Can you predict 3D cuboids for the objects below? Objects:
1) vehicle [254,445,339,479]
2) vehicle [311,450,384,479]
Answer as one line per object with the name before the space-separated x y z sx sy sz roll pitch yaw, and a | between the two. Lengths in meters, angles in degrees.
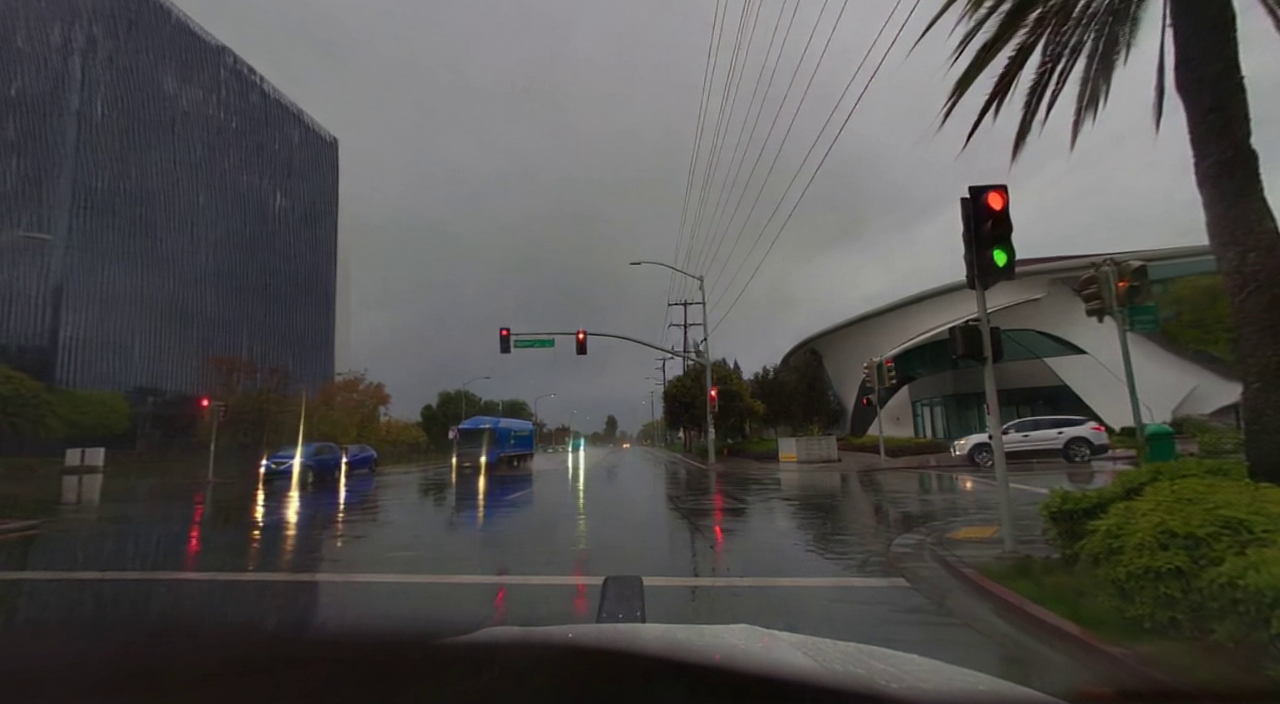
vehicle | -19.080 6.109 35.250 2.017 1.739 4.569 0 -9 1
vehicle | -15.360 5.917 33.335 1.875 1.389 3.784 0 -9 3
